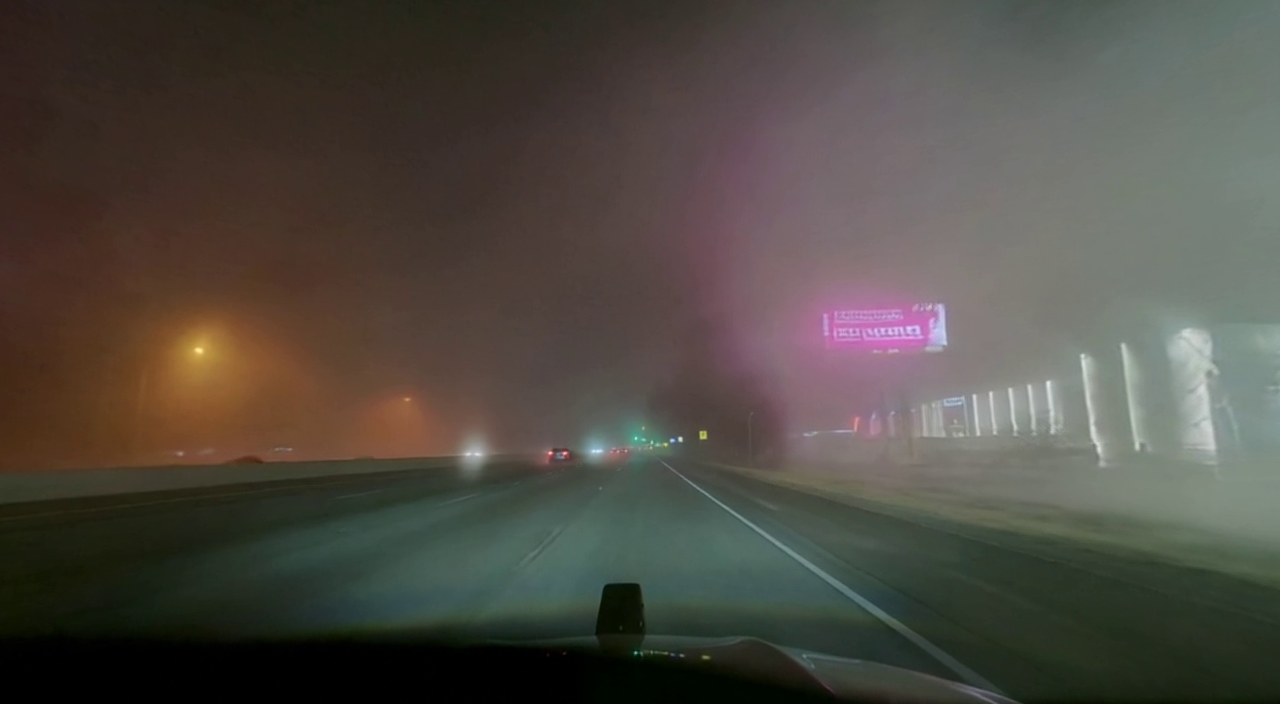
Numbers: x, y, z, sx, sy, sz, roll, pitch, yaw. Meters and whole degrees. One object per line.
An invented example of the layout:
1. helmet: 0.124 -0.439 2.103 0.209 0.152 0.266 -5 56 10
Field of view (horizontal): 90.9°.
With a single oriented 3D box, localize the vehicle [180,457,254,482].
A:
1. vehicle: -28.313 7.857 42.393 1.790 1.436 4.611 0 -9 1
